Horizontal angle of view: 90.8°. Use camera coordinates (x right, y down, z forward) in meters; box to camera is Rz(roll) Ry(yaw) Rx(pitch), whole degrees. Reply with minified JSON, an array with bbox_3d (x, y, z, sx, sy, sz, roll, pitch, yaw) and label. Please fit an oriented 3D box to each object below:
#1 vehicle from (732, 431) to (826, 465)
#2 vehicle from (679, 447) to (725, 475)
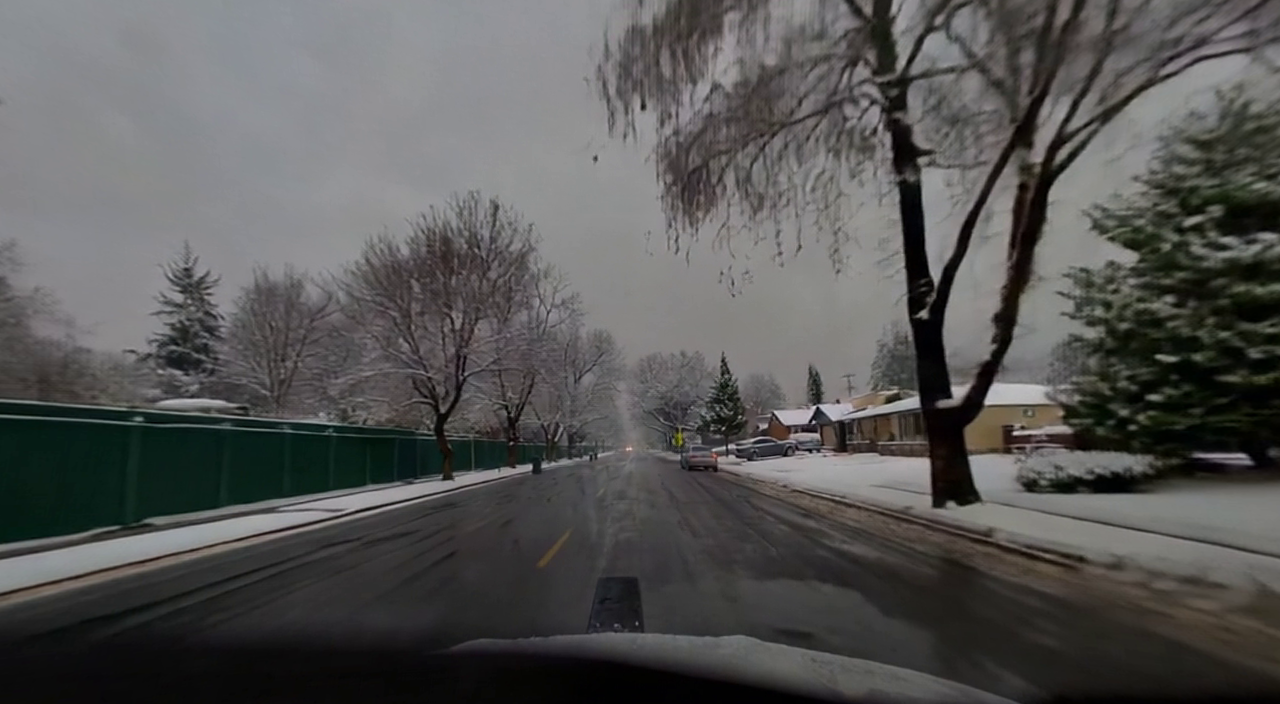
[{"bbox_3d":[9.604,6.716,44.111,5.935,1.911,2.236,-4,-9,0],"label":"vehicle"},{"bbox_3d":[3.667,6.497,38.023,2.051,1.524,5.047,0,-9,-2],"label":"vehicle"}]
